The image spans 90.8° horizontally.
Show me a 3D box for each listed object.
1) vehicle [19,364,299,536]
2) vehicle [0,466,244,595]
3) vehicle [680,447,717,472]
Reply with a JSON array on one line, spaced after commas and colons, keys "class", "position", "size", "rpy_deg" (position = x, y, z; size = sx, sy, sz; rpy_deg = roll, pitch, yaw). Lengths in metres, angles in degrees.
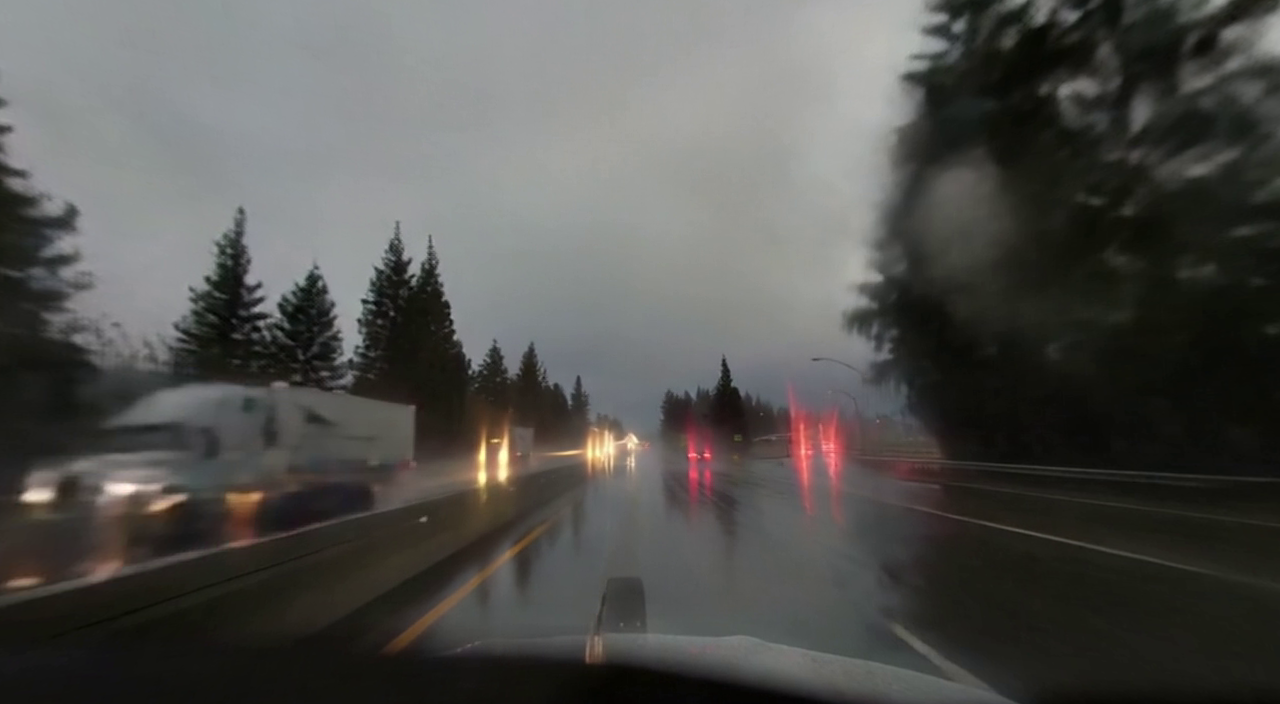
[{"class": "vehicle", "position": [-12.801, 2.713, 17.707], "size": [2.985, 3.990, 5.823], "rpy_deg": [0, -9, 0]}, {"class": "vehicle", "position": [-8.269, 2.538, 9.661], "size": [1.882, 1.452, 3.812], "rpy_deg": [0, -9, 0]}, {"class": "vehicle", "position": [3.775, 7.038, 41.478], "size": [2.013, 1.584, 3.995], "rpy_deg": [0, -9, 0]}]
